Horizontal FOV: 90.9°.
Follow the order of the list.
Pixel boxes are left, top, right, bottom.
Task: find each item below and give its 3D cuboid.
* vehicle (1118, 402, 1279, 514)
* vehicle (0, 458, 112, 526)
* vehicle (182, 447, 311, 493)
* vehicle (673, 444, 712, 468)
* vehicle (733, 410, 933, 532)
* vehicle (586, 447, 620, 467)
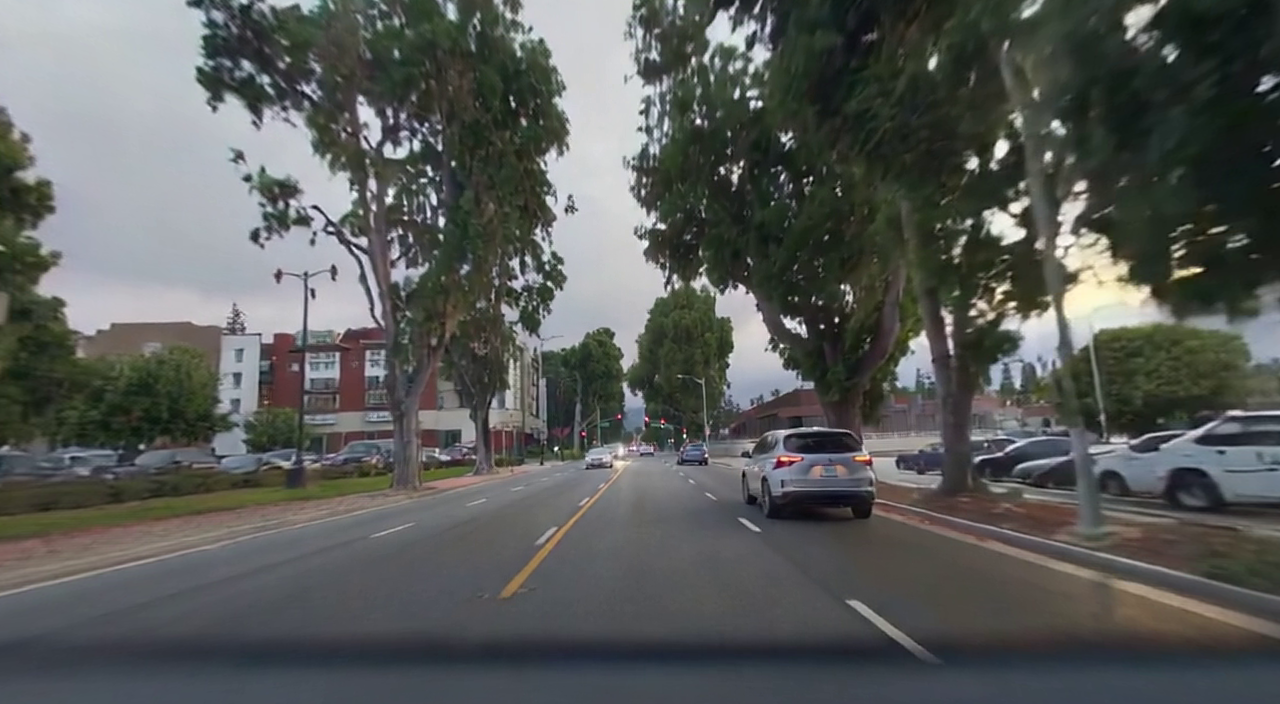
[{"bbox_3d":[12.166,1.938,11.722,4.590,1.863,2.272,-1,-9,1],"label":"vehicle"},{"bbox_3d":[-14.692,3.072,13.846,1.892,1.408,4.413,-8,-12,42],"label":"vehicle"},{"bbox_3d":[-15.102,4.526,24.326,3.993,1.566,2.114,5,-12,-33],"label":"vehicle"},{"bbox_3d":[3.421,6.860,41.685,2.072,1.471,4.834,0,-9,-1],"label":"vehicle"},{"bbox_3d":[3.359,2.236,12.368,2.251,1.861,5.144,0,-9,0],"label":"vehicle"},{"bbox_3d":[-2.701,7.777,46.787,2.133,1.439,4.280,-1,-9,2],"label":"vehicle"}]
